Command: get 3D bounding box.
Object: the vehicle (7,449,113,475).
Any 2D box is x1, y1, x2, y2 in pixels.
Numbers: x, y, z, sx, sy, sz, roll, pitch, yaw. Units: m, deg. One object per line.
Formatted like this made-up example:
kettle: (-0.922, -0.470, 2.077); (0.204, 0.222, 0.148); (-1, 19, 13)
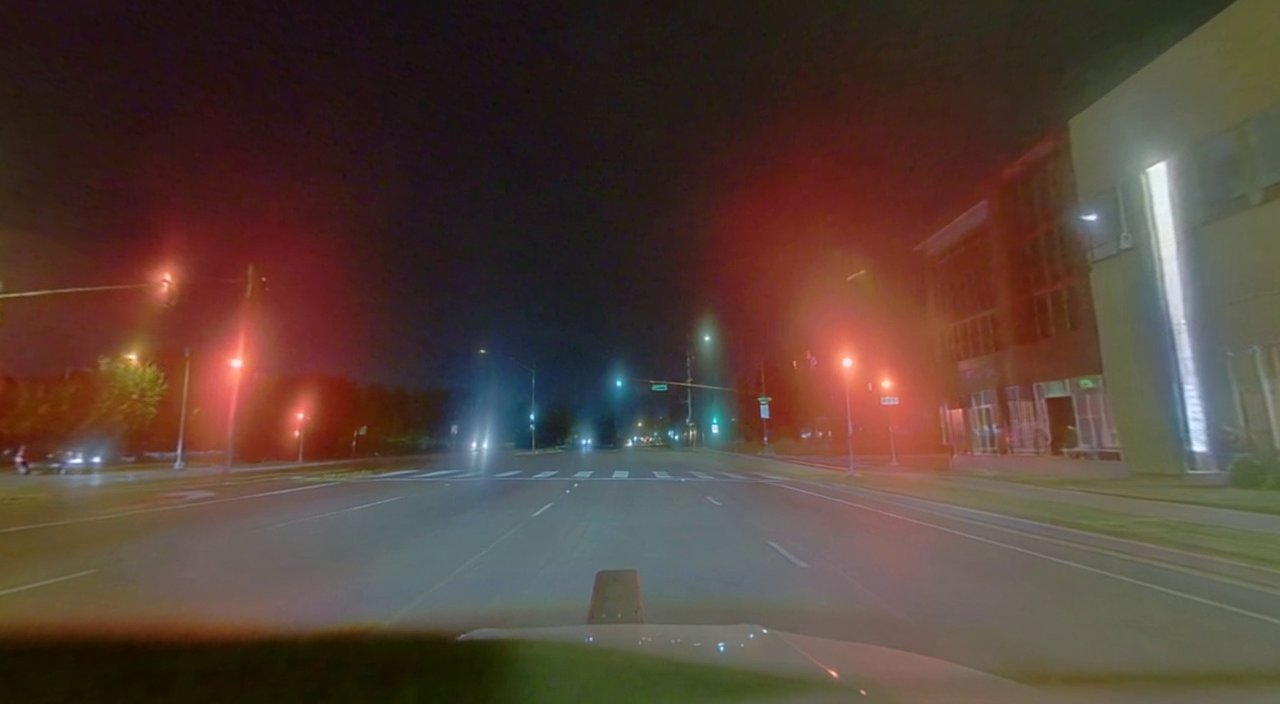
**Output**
vehicle: (-35.120, 6.656, 38.315); (4.500, 1.465, 1.936); (0, -8, 1)
